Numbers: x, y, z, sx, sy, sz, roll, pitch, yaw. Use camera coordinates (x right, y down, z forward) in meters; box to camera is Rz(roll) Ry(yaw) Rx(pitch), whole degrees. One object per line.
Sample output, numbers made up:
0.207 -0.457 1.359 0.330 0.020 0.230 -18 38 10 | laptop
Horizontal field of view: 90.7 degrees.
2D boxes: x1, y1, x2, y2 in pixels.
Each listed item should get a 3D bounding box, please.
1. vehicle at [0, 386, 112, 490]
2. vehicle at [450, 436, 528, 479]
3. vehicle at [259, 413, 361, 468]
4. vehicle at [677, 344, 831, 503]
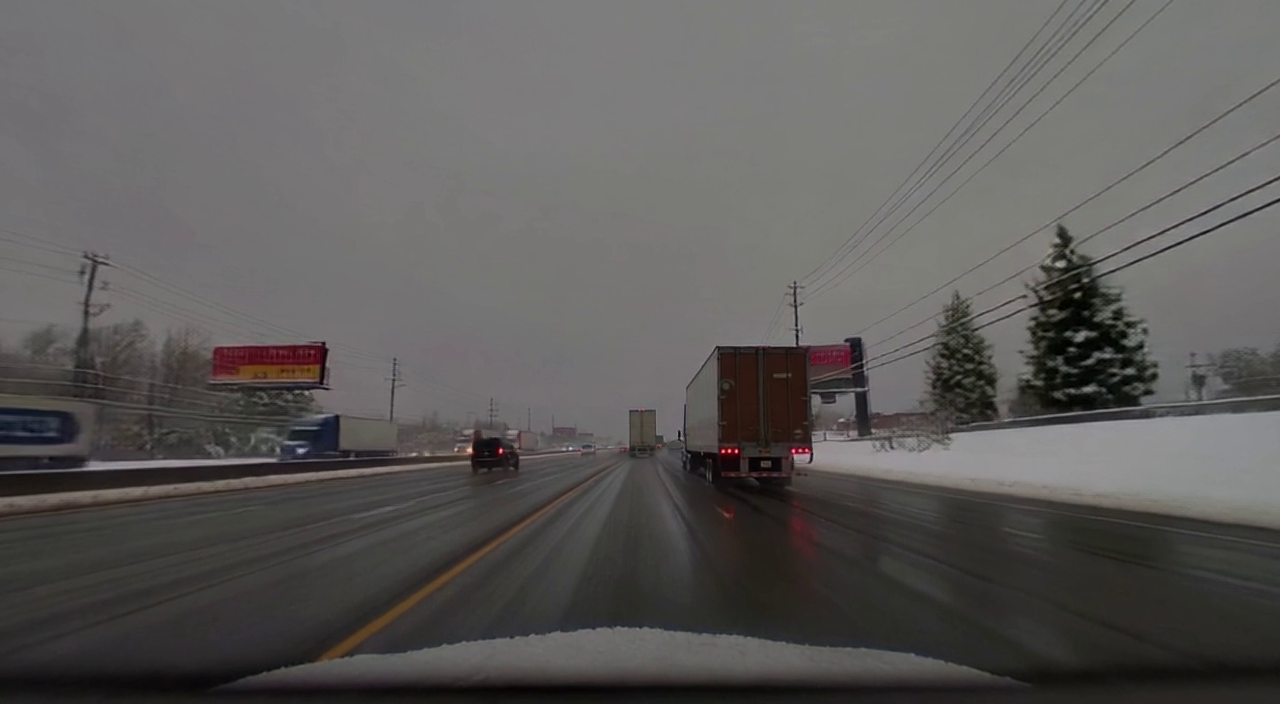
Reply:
-28.608 3.137 23.357 2.823 4.374 17.794 0 -9 0 | vehicle
-7.406 5.255 31.803 2.425 1.917 5.647 0 -9 1 | vehicle
-24.486 6.717 47.662 2.894 3.754 8.528 0 -9 1 | vehicle
3.451 3.080 24.828 2.892 4.152 16.575 0 -9 0 | vehicle
